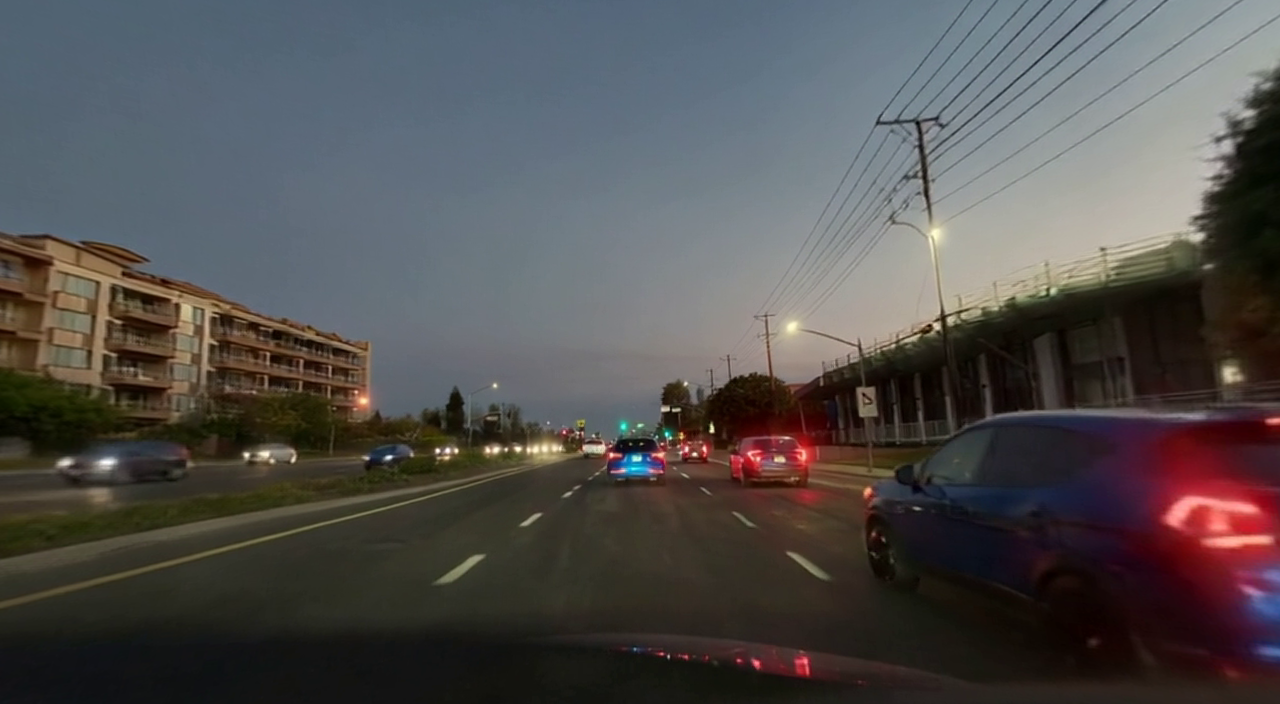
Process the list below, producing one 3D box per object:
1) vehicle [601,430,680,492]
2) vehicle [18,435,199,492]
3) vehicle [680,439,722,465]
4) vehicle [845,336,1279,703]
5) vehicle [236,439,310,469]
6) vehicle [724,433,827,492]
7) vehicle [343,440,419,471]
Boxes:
[{"bbox_3d":[-0.007,3.191,18.713,2.073,1.606,3.933,0,-9,-1],"label":"vehicle"},{"bbox_3d":[-17.037,3.596,20.662,1.905,1.634,4.617,0,-9,0],"label":"vehicle"},{"bbox_3d":[3.658,6.116,38.777,2.054,1.461,4.321,0,-9,-1],"label":"vehicle"},{"bbox_3d":[3.111,1.041,3.722,2.123,1.657,4.719,0,-9,-1],"label":"vehicle"},{"bbox_3d":[-22.361,6.233,38.715,1.923,1.672,4.303,0,-9,1],"label":"vehicle"},{"bbox_3d":[3.871,3.267,18.965,2.086,1.534,4.351,0,-9,-1],"label":"vehicle"},{"bbox_3d":[-13.928,5.594,34.316,1.951,1.538,4.940,0,-9,1],"label":"vehicle"}]
